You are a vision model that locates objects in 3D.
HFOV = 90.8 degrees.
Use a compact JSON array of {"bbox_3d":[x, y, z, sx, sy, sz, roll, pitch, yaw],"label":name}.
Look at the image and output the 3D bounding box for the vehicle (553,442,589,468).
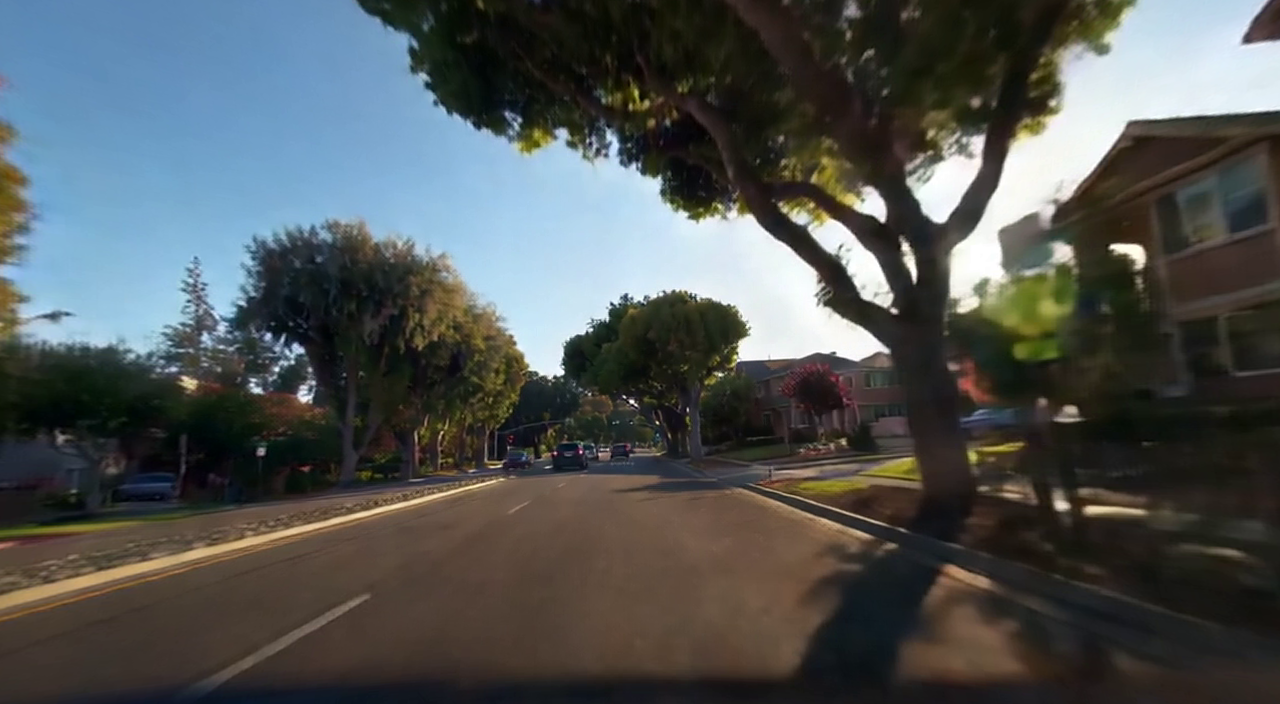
[{"bbox_3d":[-4.739,7.168,44.101,2.065,1.714,4.272,0,-8,0],"label":"vehicle"}]
